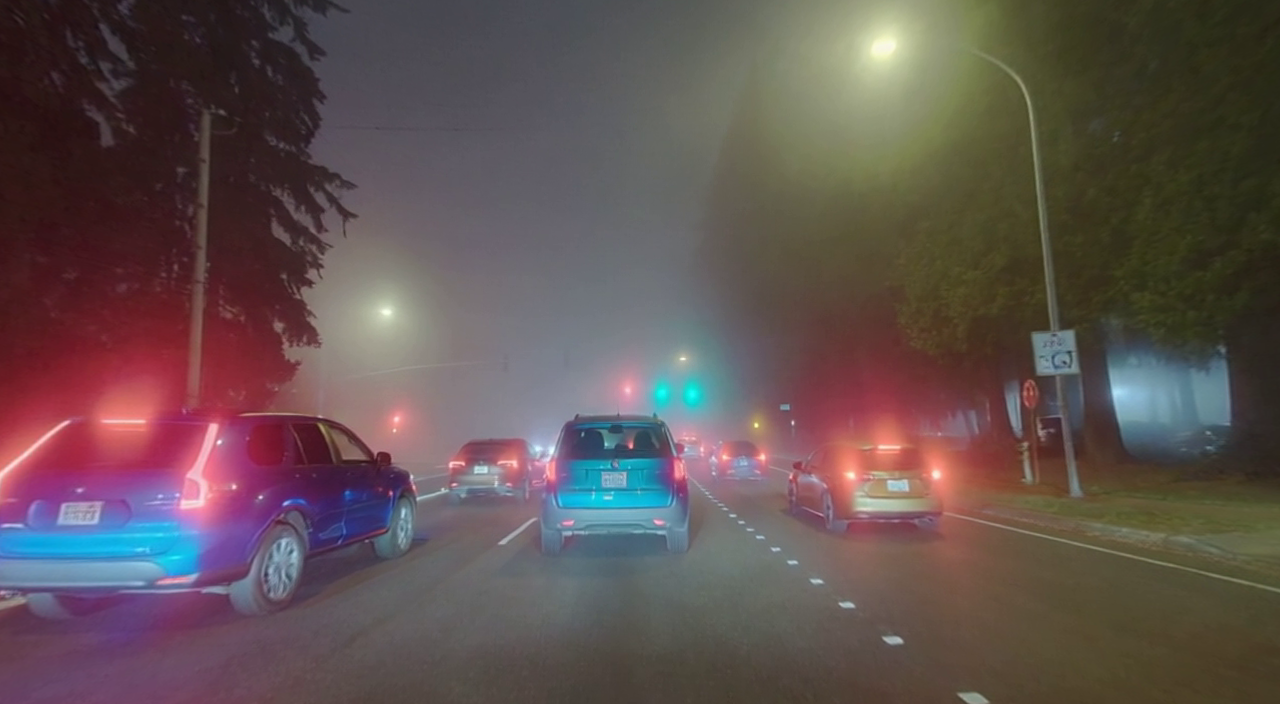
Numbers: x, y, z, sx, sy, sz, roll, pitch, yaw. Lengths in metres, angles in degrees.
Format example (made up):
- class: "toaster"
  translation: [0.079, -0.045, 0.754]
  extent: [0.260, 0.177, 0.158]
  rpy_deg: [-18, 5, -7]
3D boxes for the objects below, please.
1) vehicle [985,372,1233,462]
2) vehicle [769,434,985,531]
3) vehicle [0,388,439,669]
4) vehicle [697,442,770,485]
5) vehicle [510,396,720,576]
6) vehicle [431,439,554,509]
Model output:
- class: "vehicle"
  translation: [17.857, 2.550, 24.369]
  extent: [7.314, 3.230, 2.680]
  rpy_deg: [0, -8, -1]
- class: "vehicle"
  translation: [4.216, 2.386, 12.260]
  extent: [2.036, 1.480, 4.659]
  rpy_deg: [1, -8, -5]
- class: "vehicle"
  translation: [-3.699, 1.393, 6.070]
  extent: [2.039, 1.709, 4.265]
  rpy_deg: [0, -8, 1]
- class: "vehicle"
  translation: [3.340, 4.058, 23.310]
  extent: [1.996, 1.443, 4.270]
  rpy_deg: [0, -8, -1]
- class: "vehicle"
  translation: [-0.233, 1.692, 8.716]
  extent: [2.132, 1.816, 4.471]
  rpy_deg: [0, -8, 1]
- class: "vehicle"
  translation: [-3.425, 2.907, 15.523]
  extent: [1.897, 1.479, 4.204]
  rpy_deg: [0, -8, 1]
